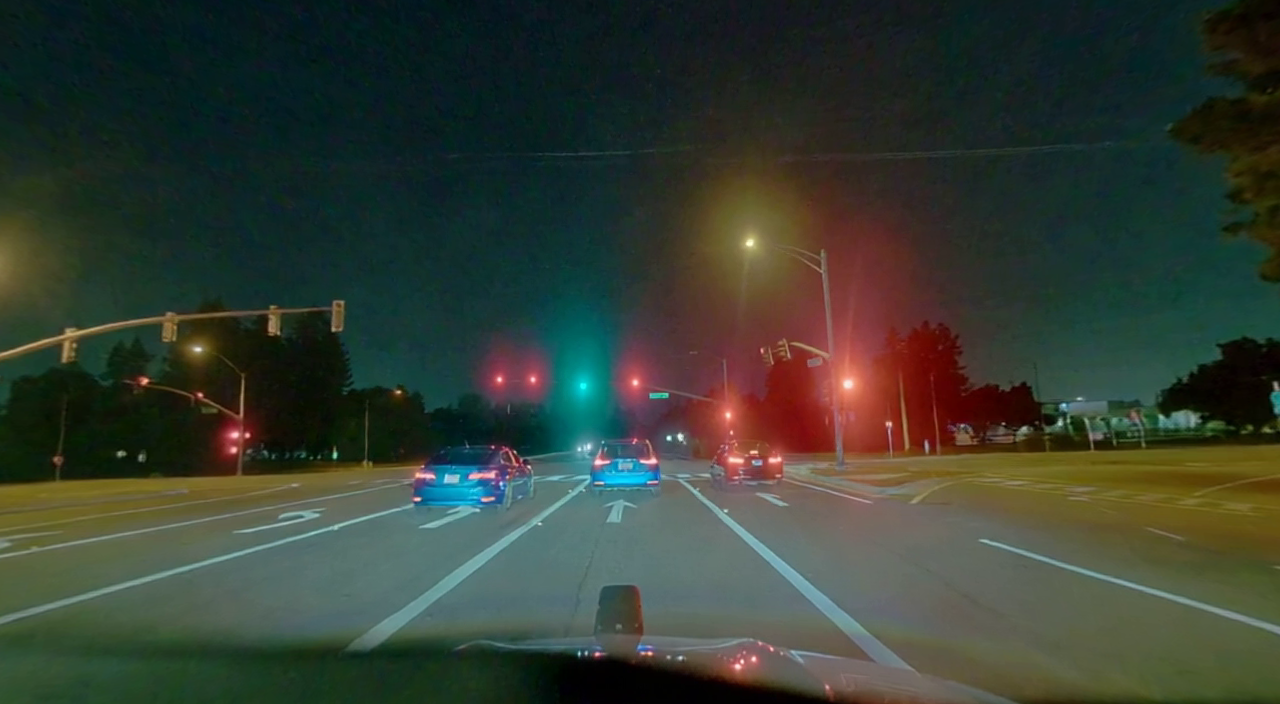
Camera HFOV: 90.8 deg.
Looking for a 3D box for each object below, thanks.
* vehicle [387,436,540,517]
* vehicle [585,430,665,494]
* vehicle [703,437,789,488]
[{"bbox_3d":[-3.608,2.626,13.907,2.052,1.472,4.479,0,-8,0],"label":"vehicle"},{"bbox_3d":[-0.378,3.112,18.170,2.038,1.599,3.844,0,-8,0],"label":"vehicle"},{"bbox_3d":[3.269,3.511,20.439,1.970,1.449,4.433,0,-8,-1],"label":"vehicle"}]
